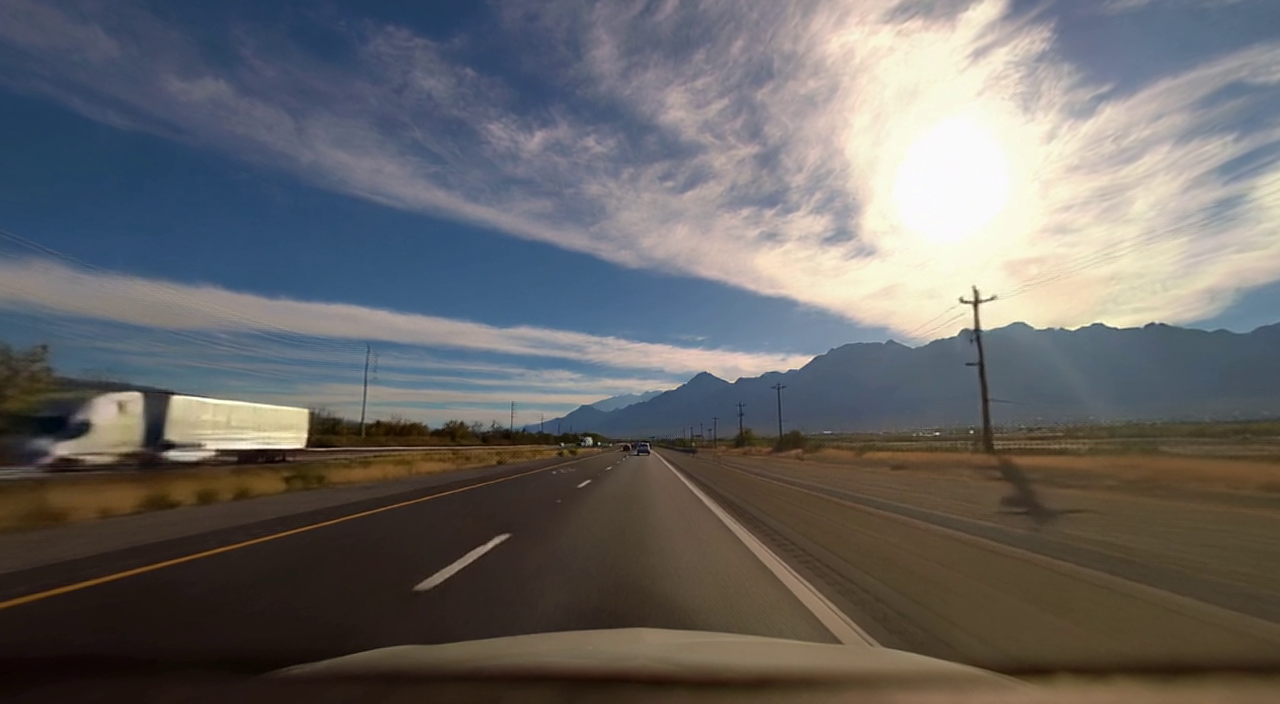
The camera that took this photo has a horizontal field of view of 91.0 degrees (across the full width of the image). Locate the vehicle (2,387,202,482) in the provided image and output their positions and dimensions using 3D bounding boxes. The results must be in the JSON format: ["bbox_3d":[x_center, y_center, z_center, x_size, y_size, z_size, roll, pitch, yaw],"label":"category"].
[{"bbox_3d":[-25.157,3.972,30.131,3.029,3.979,7.032,0,-8,1],"label":"vehicle"}]
